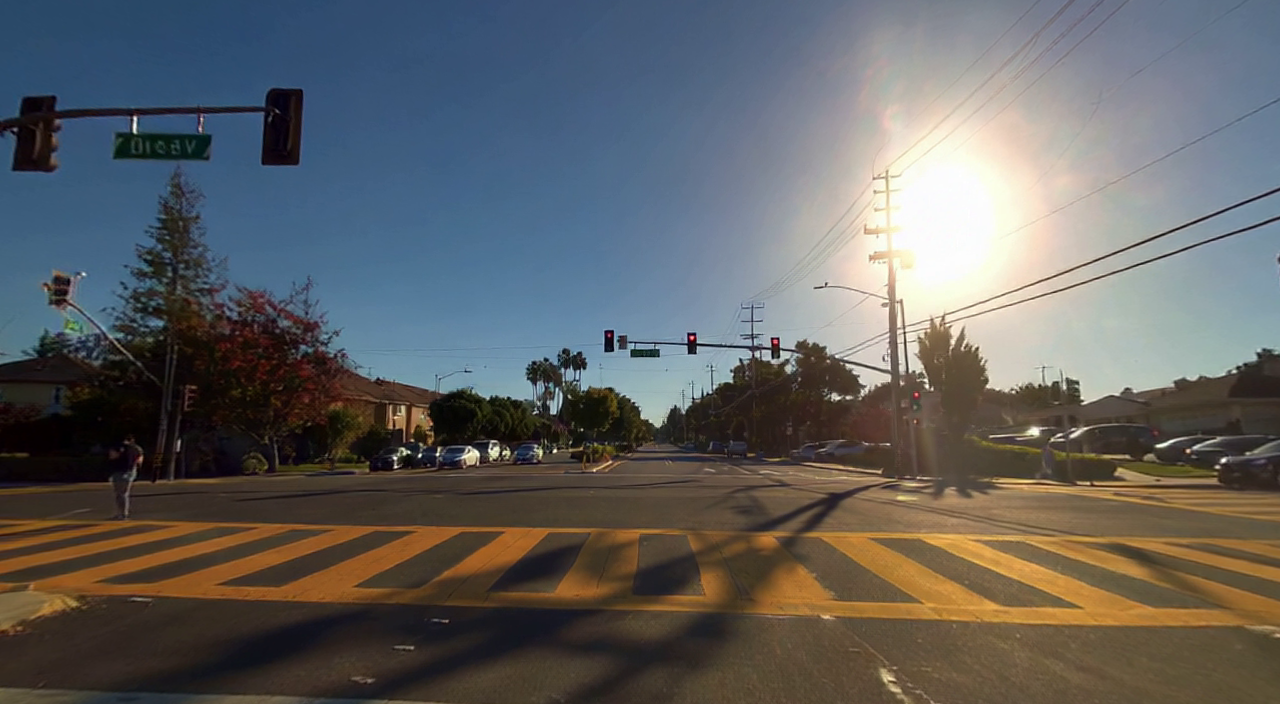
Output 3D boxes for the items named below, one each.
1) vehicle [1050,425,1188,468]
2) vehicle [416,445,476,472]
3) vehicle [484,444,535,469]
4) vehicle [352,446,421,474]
[{"bbox_3d":[25.294,5.026,33.626,2.177,2.086,5.514,2,-9,-14],"label":"vehicle"},{"bbox_3d":[-10.955,6.007,35.852,2.007,1.451,4.242,0,-8,1],"label":"vehicle"},{"bbox_3d":[-7.652,6.154,37.317,1.958,1.415,4.312,0,-8,1],"label":"vehicle"},{"bbox_3d":[-14.620,6.215,36.645,2.035,1.470,4.677,0,-8,0],"label":"vehicle"}]
